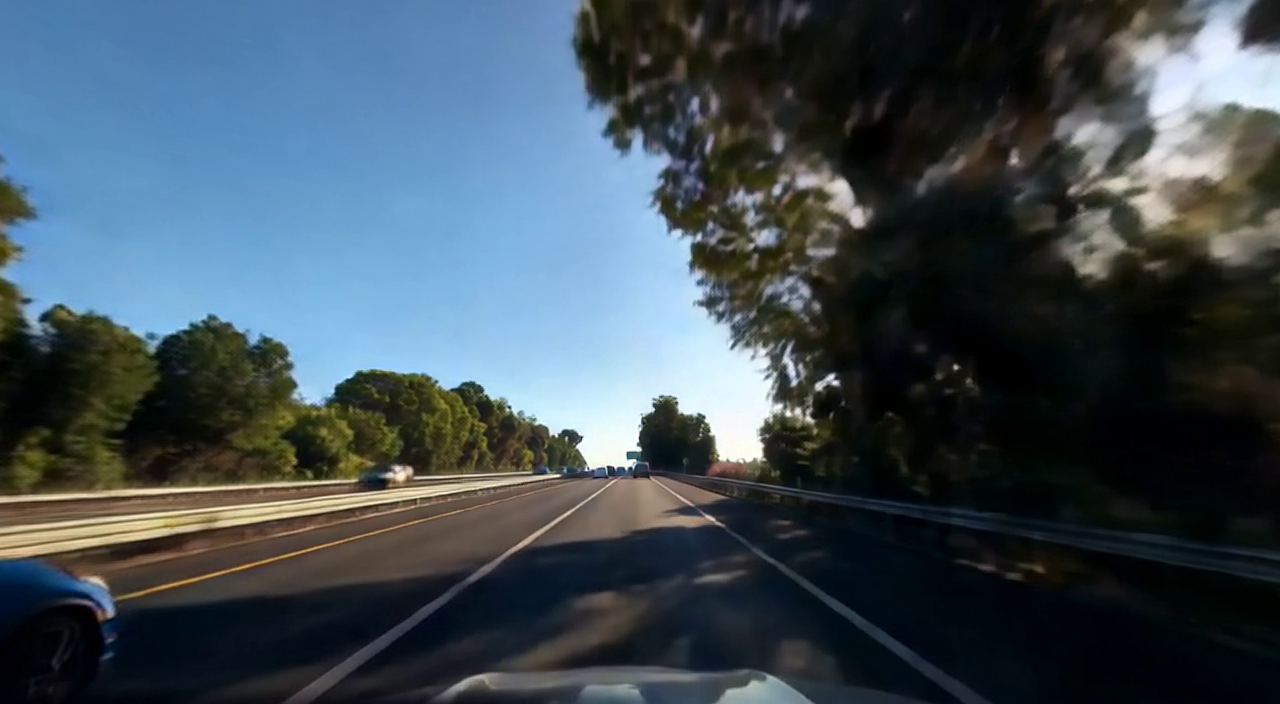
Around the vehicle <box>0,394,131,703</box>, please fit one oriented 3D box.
[{"bbox_3d":[-3.445,0.632,0.888,2.017,1.516,4.041,1,-11,0],"label":"vehicle"}]
